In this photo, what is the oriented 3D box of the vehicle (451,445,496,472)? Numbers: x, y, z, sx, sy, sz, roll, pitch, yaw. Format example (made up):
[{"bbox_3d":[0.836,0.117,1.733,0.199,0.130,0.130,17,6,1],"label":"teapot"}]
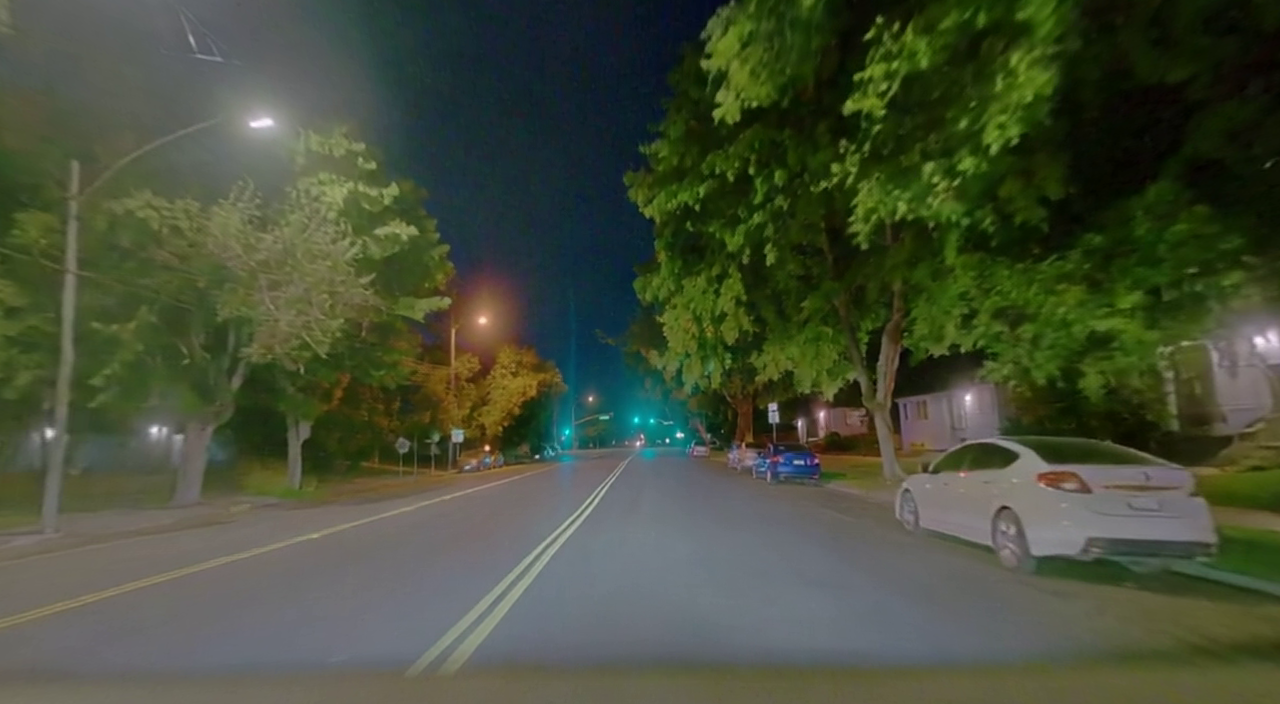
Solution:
[{"bbox_3d":[-10.816,6.940,41.286,1.845,1.626,4.105,0,-8,-1],"label":"vehicle"}]

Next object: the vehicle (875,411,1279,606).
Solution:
[{"bbox_3d":[4.657,1.599,7.485,1.934,1.573,4.547,0,-8,-1],"label":"vehicle"}]

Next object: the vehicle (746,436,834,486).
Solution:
[{"bbox_3d":[4.993,3.675,21.675,1.924,1.516,4.163,0,-8,-1],"label":"vehicle"}]
